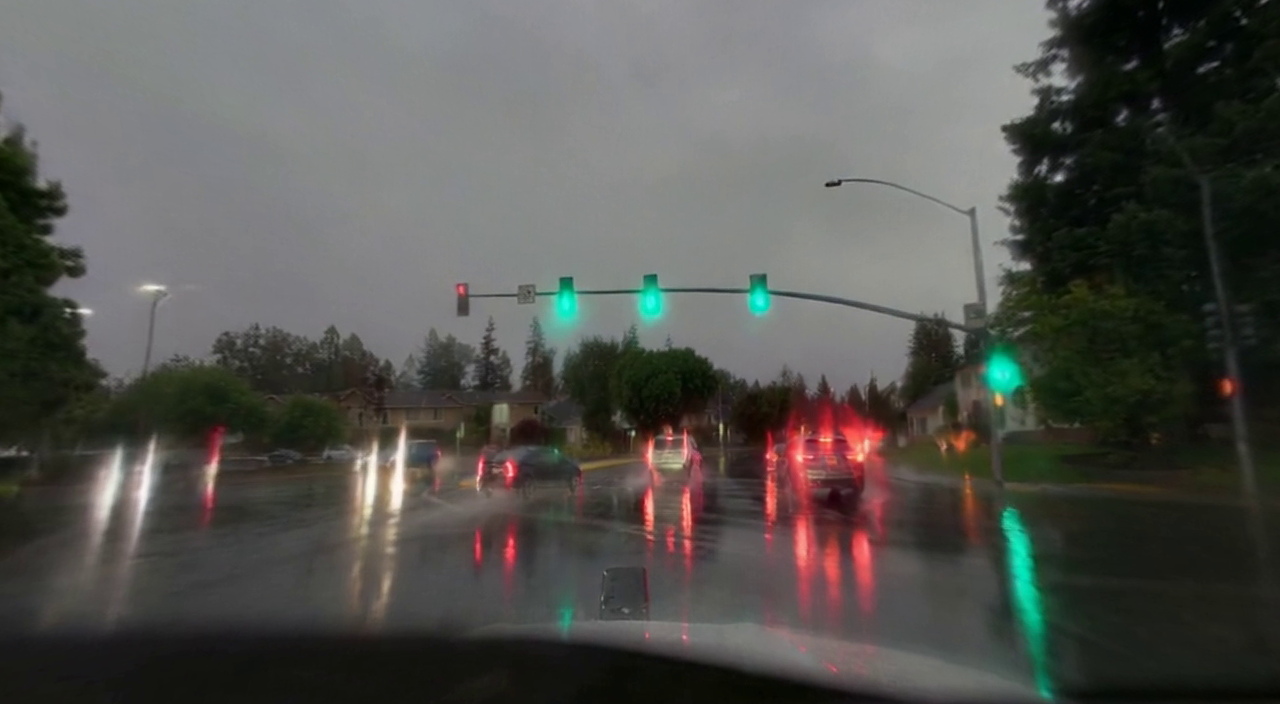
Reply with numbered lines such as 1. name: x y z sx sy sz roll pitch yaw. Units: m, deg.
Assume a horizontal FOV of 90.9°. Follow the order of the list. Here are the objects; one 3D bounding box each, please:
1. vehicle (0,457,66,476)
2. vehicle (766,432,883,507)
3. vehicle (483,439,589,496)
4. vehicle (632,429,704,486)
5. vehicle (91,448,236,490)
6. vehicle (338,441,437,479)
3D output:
1. vehicle: -45.424 8.576 47.124 3.435 1.356 1.713 -2 -9 7
2. vehicle: 4.224 2.745 15.027 1.859 1.540 3.454 -1 -9 2
3. vehicle: -2.919 3.381 18.810 2.006 1.464 4.586 -1 -9 5
4. vehicle: 1.089 3.636 21.913 2.250 1.768 4.574 -1 -9 6
5. vehicle: -18.218 4.471 24.425 1.869 1.449 4.417 -1 -9 6
6. vehicle: -10.958 4.722 27.764 2.009 1.527 4.534 -1 -9 7
